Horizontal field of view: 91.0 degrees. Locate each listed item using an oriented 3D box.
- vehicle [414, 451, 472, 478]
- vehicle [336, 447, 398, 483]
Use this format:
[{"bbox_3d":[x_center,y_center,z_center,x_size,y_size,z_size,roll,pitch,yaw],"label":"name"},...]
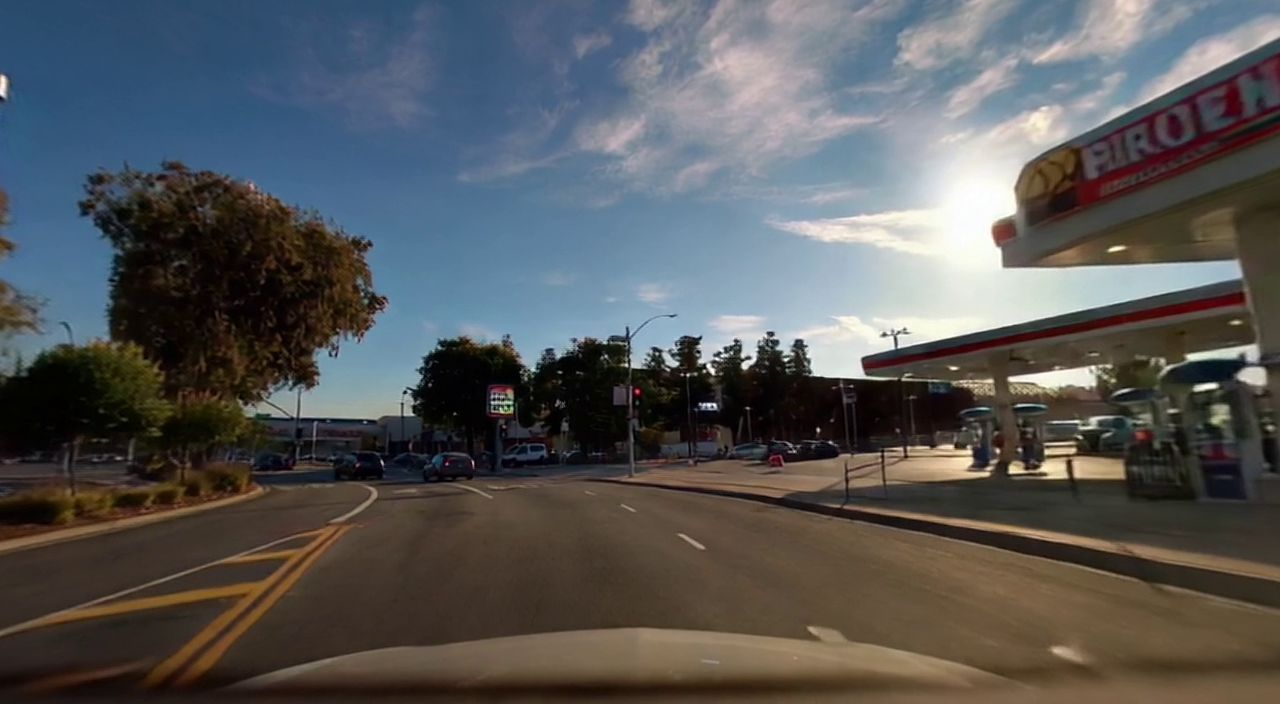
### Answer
[{"bbox_3d":[-14.414,8.186,45.984,2.202,1.822,4.826,8,-12,-40],"label":"vehicle"},{"bbox_3d":[-16.697,6.831,38.344,2.254,2.006,4.766,7,-11,-37],"label":"vehicle"}]
